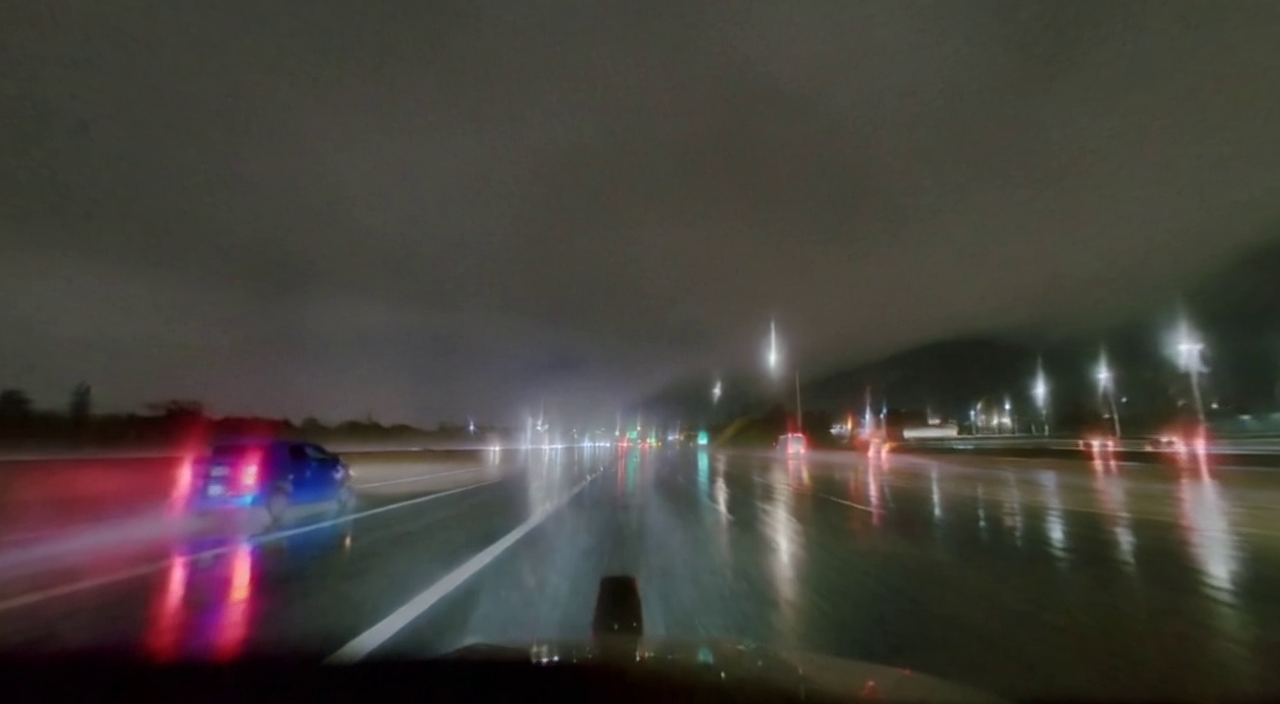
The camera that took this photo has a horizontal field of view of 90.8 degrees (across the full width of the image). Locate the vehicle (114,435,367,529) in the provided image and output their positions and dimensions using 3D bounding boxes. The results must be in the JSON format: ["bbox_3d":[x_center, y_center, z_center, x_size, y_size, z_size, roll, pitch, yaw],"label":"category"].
[{"bbox_3d":[-7.721,2.528,12.990,2.005,1.545,4.874,0,-9,0],"label":"vehicle"}]
